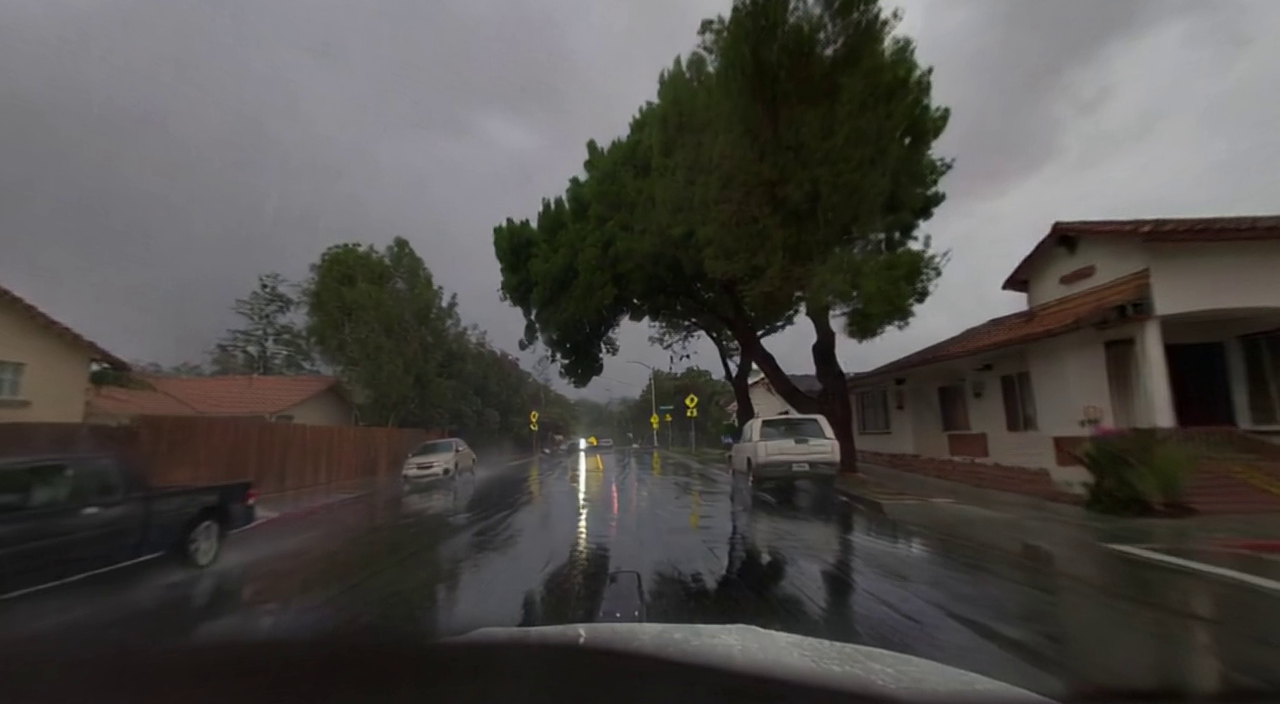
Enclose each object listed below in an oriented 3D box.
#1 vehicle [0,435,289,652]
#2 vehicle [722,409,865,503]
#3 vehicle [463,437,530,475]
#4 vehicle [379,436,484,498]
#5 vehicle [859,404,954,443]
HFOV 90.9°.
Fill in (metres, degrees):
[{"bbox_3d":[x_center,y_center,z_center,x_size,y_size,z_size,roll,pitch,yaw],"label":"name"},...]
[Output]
[{"bbox_3d":[-5.621,1.524,5.651,1.972,1.502,5.530,1,-7,-3],"label":"vehicle"},{"bbox_3d":[3.096,2.201,13.782,1.997,1.663,4.544,-2,-8,1],"label":"vehicle"},{"bbox_3d":[-6.086,4.434,27.173,1.919,1.464,4.155,1,-8,-1],"label":"vehicle"},{"bbox_3d":[-5.907,3.250,18.337,1.842,1.540,3.704,-2,-7,-1],"label":"vehicle"},{"bbox_3d":[13.390,3.677,31.827,4.184,1.817,2.026,-4,-9,22],"label":"vehicle"}]
